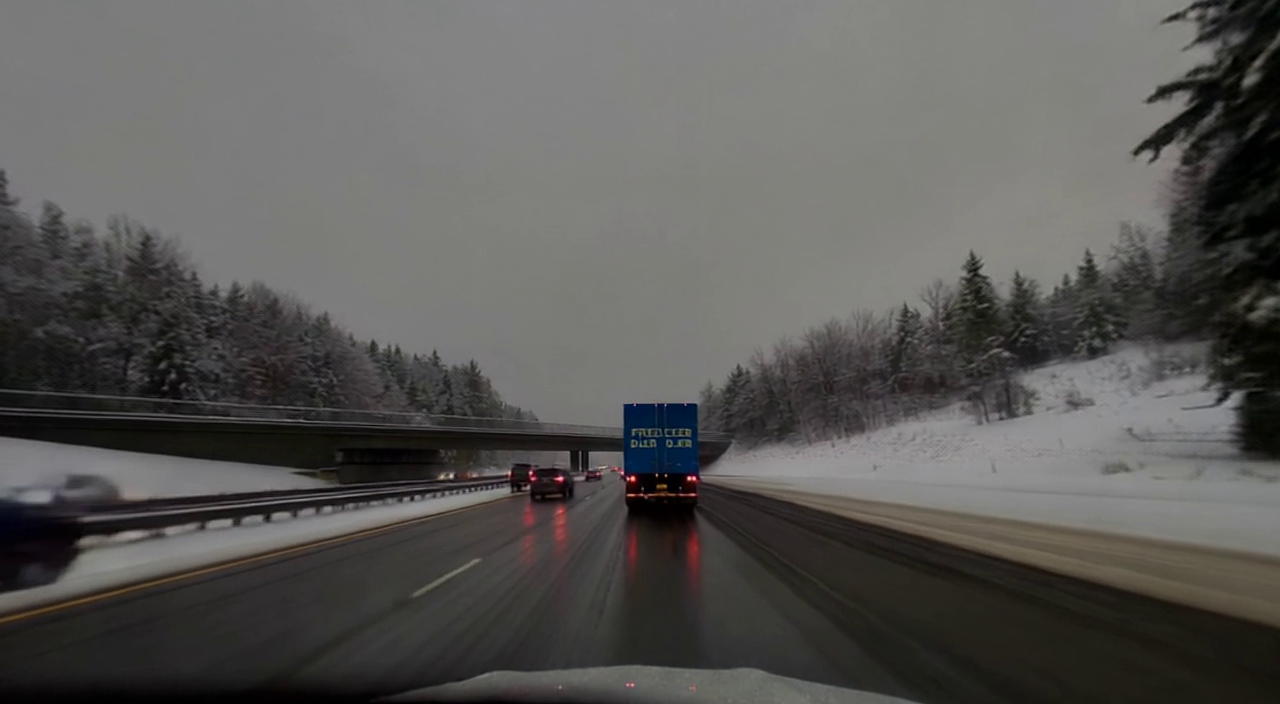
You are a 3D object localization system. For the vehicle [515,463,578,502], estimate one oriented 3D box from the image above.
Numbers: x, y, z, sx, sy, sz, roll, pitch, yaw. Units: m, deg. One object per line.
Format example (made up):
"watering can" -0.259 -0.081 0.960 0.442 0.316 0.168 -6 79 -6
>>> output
"vehicle" -4.001 5.713 27.777 1.978 1.516 4.617 1 -10 1

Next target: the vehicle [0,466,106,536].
"vehicle" -16.230 3.662 15.628 1.949 1.627 4.472 1 -10 0

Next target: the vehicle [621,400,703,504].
"vehicle" 0.695 4.584 28.235 2.980 3.834 9.423 1 -10 -2
